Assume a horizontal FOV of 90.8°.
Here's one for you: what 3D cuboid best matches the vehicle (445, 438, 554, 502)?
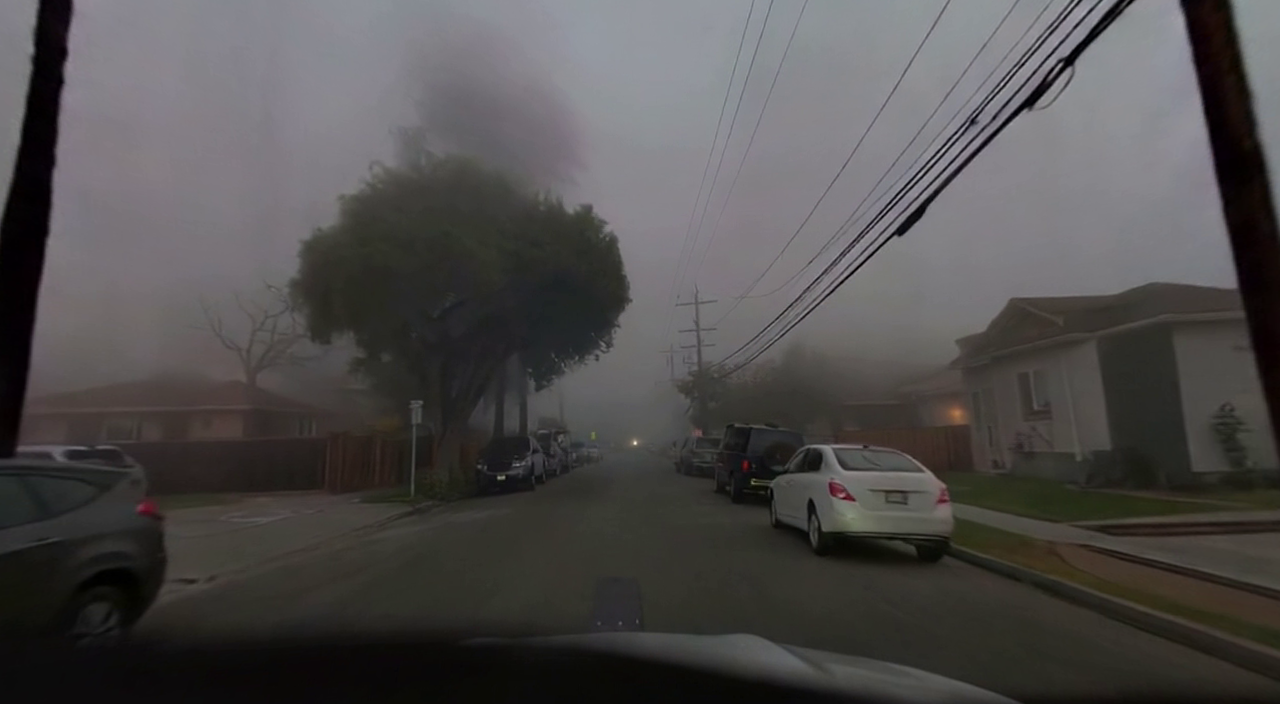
[{"bbox_3d":[-3.975,3.415,18.760,2.123,1.636,4.481,0,-8,1],"label":"vehicle"}]

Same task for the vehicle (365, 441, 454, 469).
[{"bbox_3d":[-12.921,5.788,35.515,4.300,1.489,1.850,-2,-9,13],"label":"vehicle"}]

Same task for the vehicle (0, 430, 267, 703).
[{"bbox_3d":[-4.059,1.127,2.811,1.814,1.548,4.802,0,-8,1],"label":"vehicle"}]

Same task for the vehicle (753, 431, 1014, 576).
[{"bbox_3d":[2.858,1.848,8.525,1.881,1.460,4.007,0,-8,0],"label":"vehicle"}]
